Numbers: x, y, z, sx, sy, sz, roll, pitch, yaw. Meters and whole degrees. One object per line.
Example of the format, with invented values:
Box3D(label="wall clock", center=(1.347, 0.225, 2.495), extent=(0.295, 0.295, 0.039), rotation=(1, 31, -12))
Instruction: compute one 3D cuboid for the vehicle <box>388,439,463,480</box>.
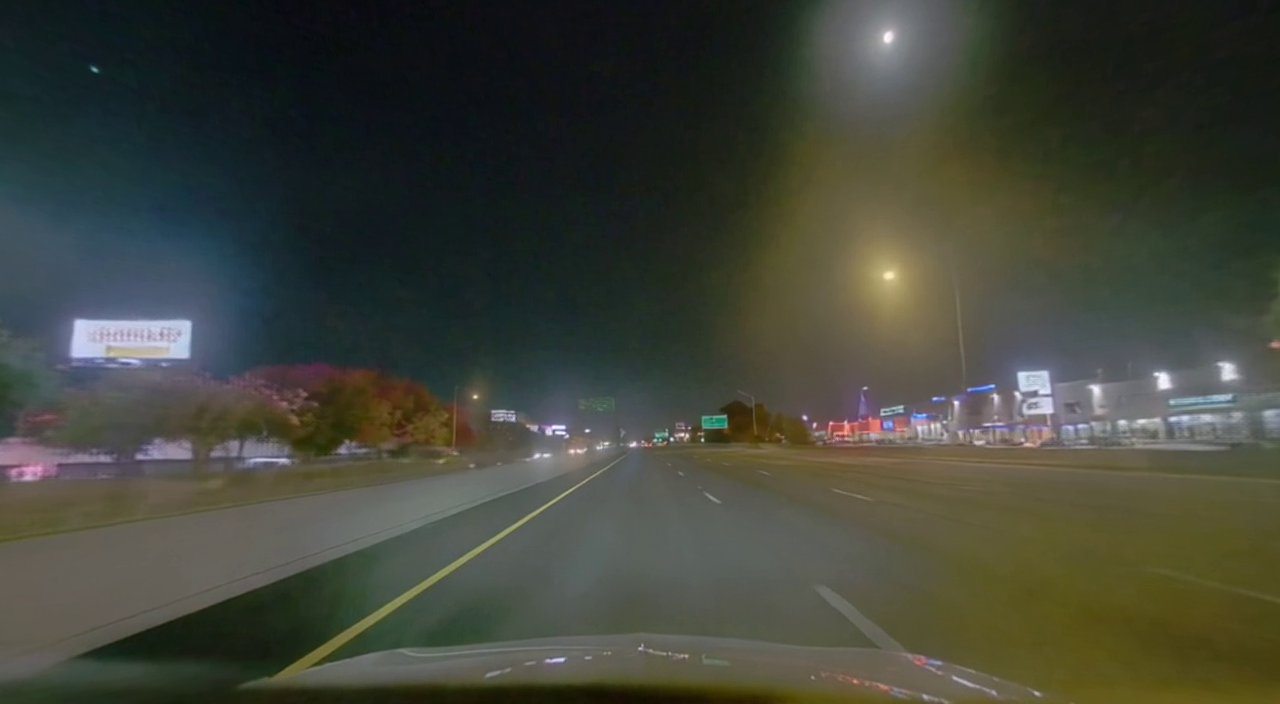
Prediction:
Box3D(label="vehicle", center=(-11.359, 5.729, 33.919), extent=(2.163, 1.968, 5.439), rotation=(0, -9, -1))
